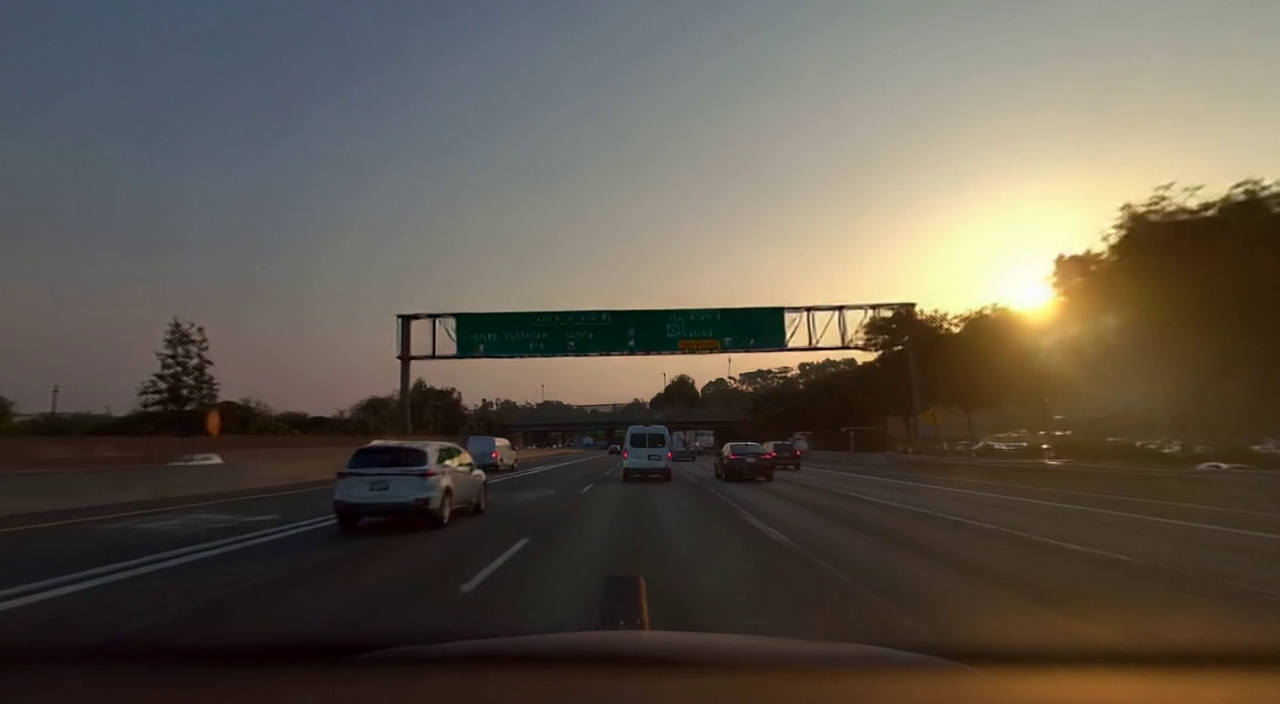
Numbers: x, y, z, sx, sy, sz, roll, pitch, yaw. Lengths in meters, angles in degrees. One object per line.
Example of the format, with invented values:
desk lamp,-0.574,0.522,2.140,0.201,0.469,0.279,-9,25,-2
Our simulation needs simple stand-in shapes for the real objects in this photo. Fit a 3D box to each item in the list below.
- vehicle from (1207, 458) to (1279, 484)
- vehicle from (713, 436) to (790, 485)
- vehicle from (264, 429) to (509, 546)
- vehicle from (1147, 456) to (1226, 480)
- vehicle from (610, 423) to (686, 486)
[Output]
vehicle,37.424,7.261,38.396,3.668,1.460,1.751,-1,-9,11
vehicle,4.127,4.120,24.144,2.146,1.678,4.489,0,-9,0
vehicle,-3.890,2.173,10.856,2.173,1.542,4.781,0,-9,1
vehicle,37.936,8.067,43.745,3.659,1.460,1.731,-3,-8,6
vehicle,0.248,3.736,23.169,2.509,2.062,4.639,0,-9,0
